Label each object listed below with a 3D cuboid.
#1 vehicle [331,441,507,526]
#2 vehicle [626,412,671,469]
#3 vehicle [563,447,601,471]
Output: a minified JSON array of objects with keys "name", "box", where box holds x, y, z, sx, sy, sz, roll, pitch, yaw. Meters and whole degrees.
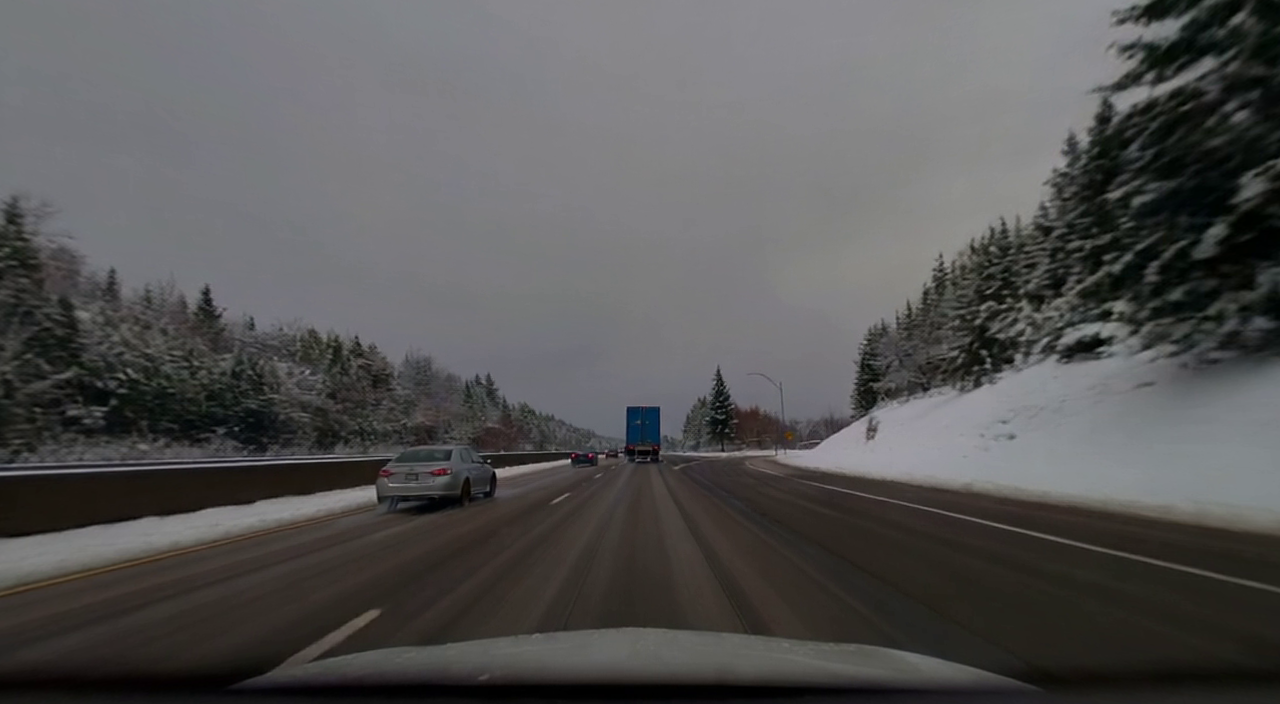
[{"name":"vehicle","box":[-4.301,2.618,13.169,2.010,1.461,4.391,0,-9,1]},{"name":"vehicle","box":[0.601,6.430,45.327,2.893,3.628,9.081,0,-9,1]},{"name":"vehicle","box":[-3.677,6.920,40.903,1.981,1.435,4.199,0,-9,1]}]
